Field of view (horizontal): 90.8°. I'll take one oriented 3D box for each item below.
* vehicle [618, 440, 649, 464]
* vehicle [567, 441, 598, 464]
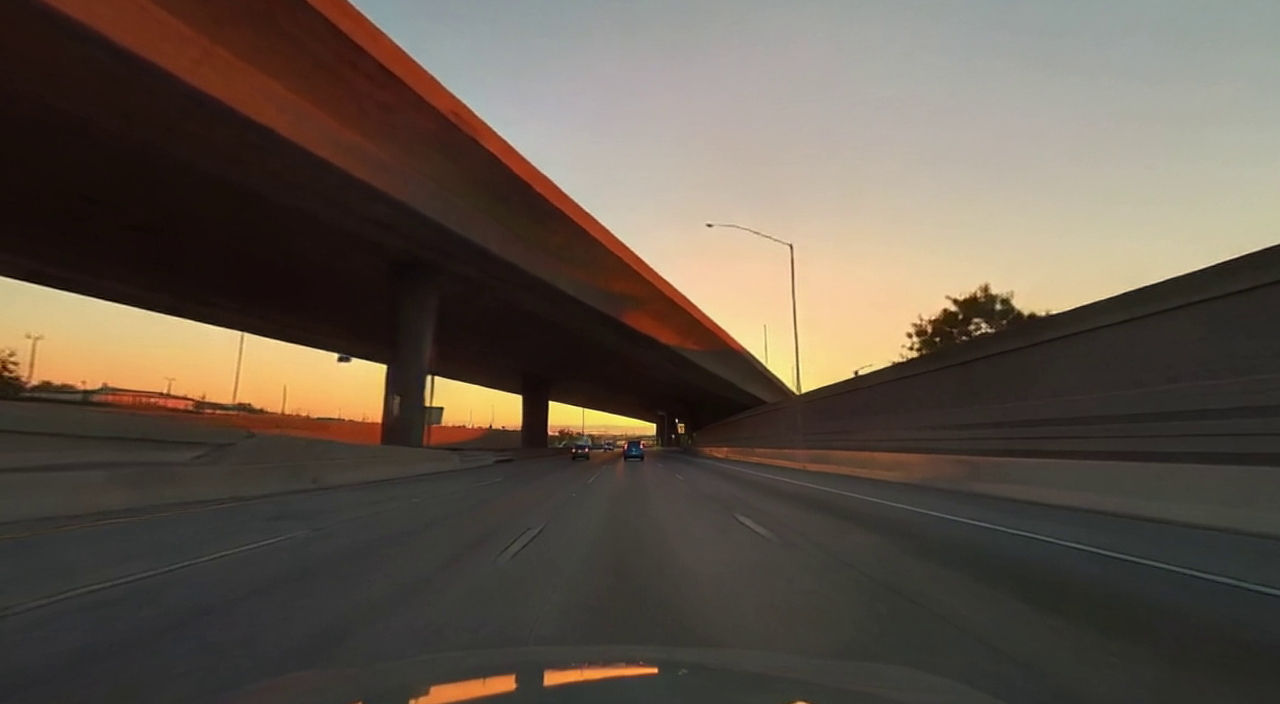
[{"bbox_3d":[-0.479,7.184,45.551,2.132,1.657,3.967,0,-8,-2],"label":"vehicle"},{"bbox_3d":[-4.269,7.529,47.525,2.000,1.646,4.201,0,-8,-1],"label":"vehicle"}]
